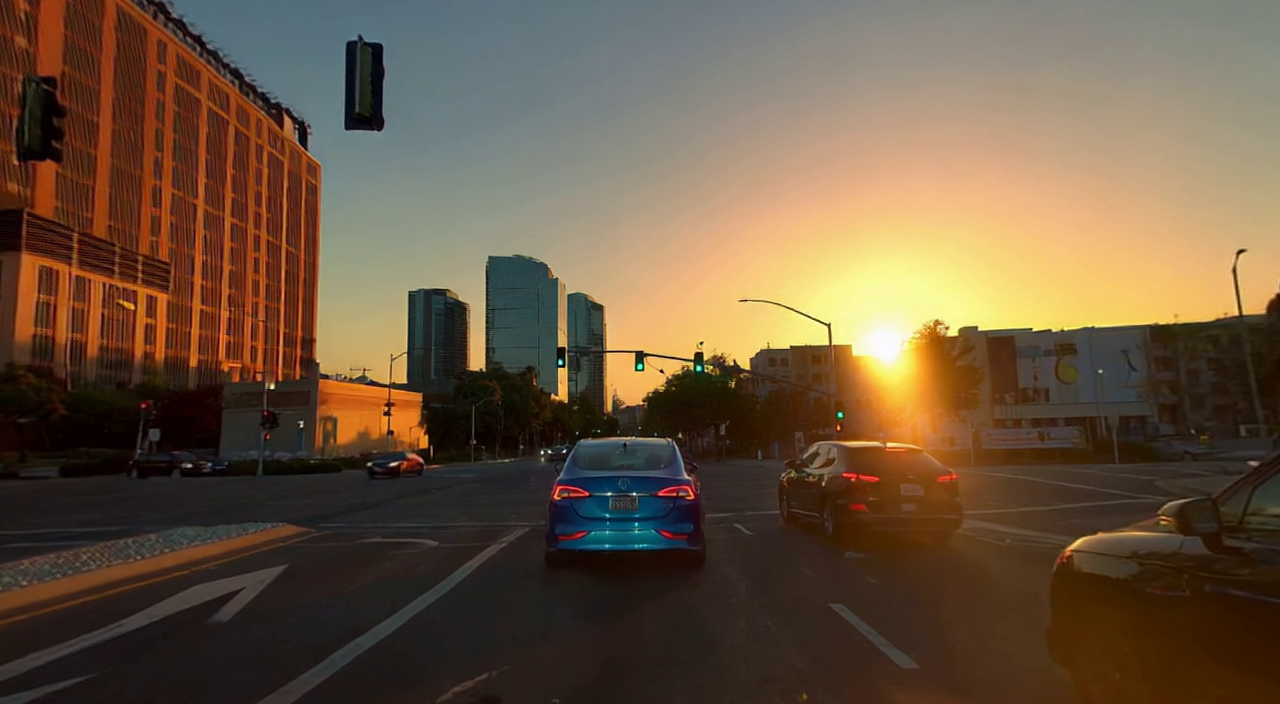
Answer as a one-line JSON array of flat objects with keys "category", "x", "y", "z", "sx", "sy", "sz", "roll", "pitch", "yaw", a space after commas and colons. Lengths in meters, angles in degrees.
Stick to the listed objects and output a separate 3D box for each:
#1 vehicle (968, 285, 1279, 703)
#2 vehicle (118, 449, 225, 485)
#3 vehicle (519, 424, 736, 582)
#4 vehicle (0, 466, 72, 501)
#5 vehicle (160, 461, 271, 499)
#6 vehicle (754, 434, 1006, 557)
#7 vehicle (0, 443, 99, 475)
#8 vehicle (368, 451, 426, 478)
[{"category": "vehicle", "x": 3.016, "y": 0.633, "z": 1.573, "sx": 2.047, "sy": 1.785, "sz": 4.357, "roll": 0, "pitch": -8, "yaw": 0}, {"category": "vehicle", "x": -27.509, "y": 6.747, "z": 37.346, "sx": 2.300, "sy": 1.932, "sz": 5.056, "roll": -1, "pitch": -8, "yaw": 2}, {"category": "vehicle", "x": -0.142, "y": 1.749, "z": 8.113, "sx": 2.095, "sy": 1.502, "sz": 3.873, "roll": 0, "pitch": -8, "yaw": -1}, {"category": "vehicle", "x": -28.022, "y": 6.071, "z": 29.437, "sx": 1.972, "sy": 1.433, "sz": 4.324, "roll": 8, "pitch": -12, "yaw": -39}, {"category": "vehicle", "x": -19.097, "y": 5.757, "z": 28.696, "sx": 1.942, "sy": 1.453, "sz": 4.448, "roll": 0, "pitch": -9, "yaw": 0}, {"category": "vehicle", "x": 3.216, "y": 2.009, "z": 9.661, "sx": 2.009, "sy": 1.414, "sz": 4.416, "roll": 0, "pitch": -8, "yaw": -2}, {"category": "vehicle", "x": -35.783, "y": 6.366, "z": 37.770, "sx": 2.145, "sy": 1.797, "sz": 5.198, "roll": -1, "pitch": -9, "yaw": 1}, {"category": "vehicle", "x": -14.714, "y": 6.830, "z": 38.565, "sx": 1.817, "sy": 1.442, "sz": 4.371, "roll": 0, "pitch": -8, "yaw": 0}]
